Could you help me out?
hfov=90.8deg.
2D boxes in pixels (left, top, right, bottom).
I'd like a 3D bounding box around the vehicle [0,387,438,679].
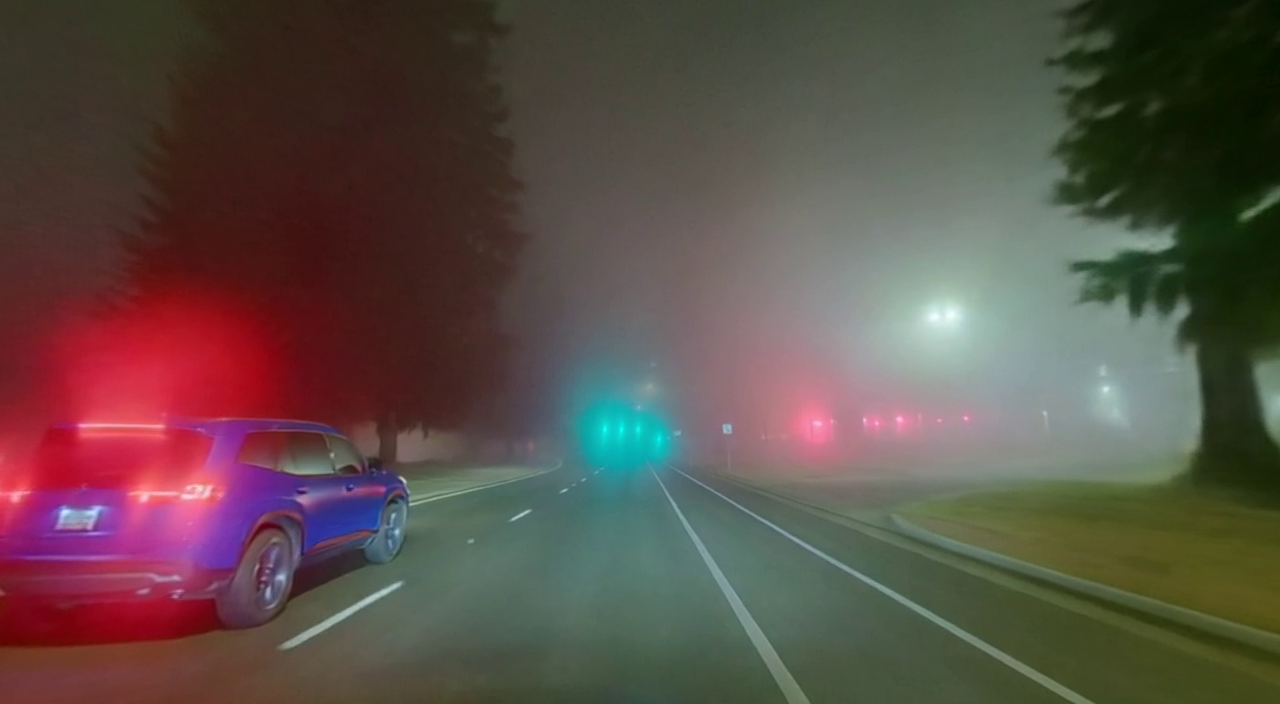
[{"bbox_3d":[-3.728,1.406,6.022,2.121,1.724,4.392,0,-9,0],"label":"vehicle"}]
